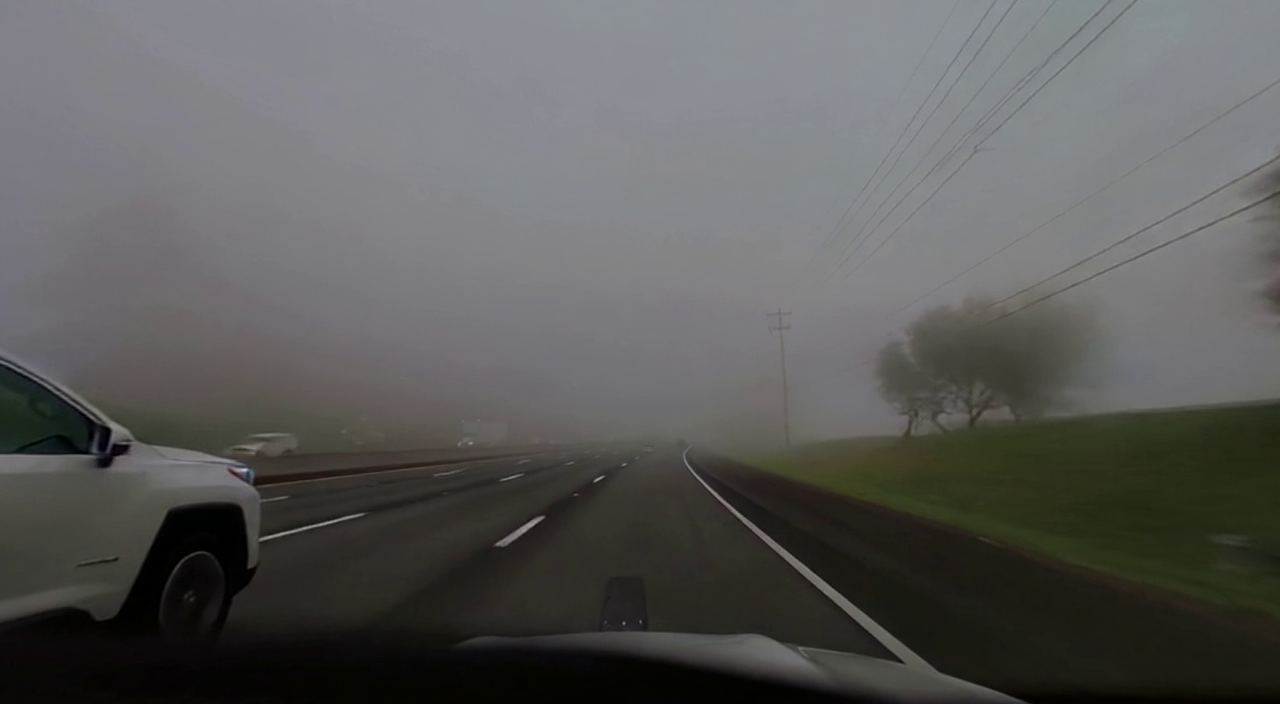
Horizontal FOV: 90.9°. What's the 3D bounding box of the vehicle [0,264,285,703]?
[{"bbox_3d":[-3.484,0.561,1.646,2.136,1.975,5.037,0,-8,0],"label":"vehicle"}]
